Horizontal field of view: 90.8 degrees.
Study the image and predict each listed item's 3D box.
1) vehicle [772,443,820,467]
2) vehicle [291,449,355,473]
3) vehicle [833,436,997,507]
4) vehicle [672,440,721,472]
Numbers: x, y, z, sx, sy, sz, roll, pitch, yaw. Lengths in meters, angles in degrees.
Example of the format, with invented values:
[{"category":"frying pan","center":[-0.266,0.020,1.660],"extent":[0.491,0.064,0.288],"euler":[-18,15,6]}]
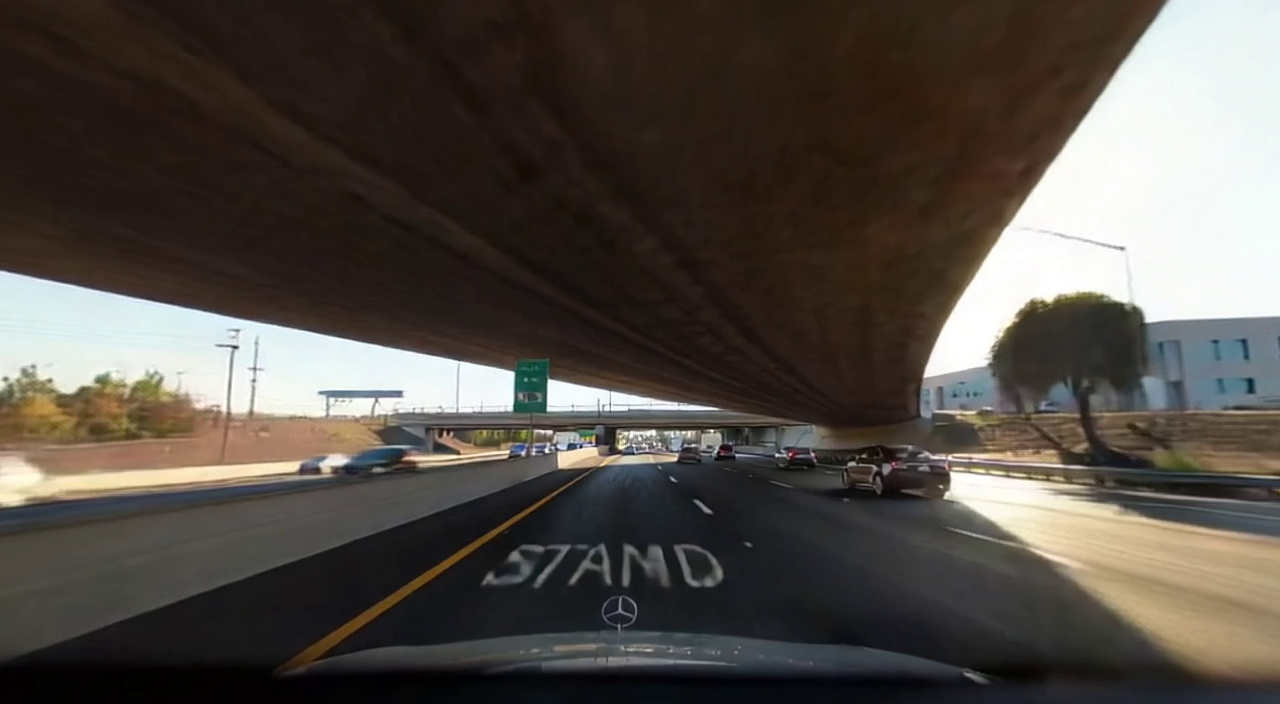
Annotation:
[{"category":"vehicle","center":[9.779,6.487,39.944],"extent":[1.838,1.440,4.121],"euler":[0,-8,-2]},{"category":"vehicle","center":[-21.059,7.250,42.195],"extent":[1.836,1.481,4.514],"euler":[0,-8,1]},{"category":"vehicle","center":[6.567,2.884,15.764],"extent":[1.952,1.489,4.483],"euler":[0,-8,-2]},{"category":"vehicle","center":[2.844,5.395,33.000],"extent":[1.993,1.507,4.594],"euler":[0,-8,-2]}]
